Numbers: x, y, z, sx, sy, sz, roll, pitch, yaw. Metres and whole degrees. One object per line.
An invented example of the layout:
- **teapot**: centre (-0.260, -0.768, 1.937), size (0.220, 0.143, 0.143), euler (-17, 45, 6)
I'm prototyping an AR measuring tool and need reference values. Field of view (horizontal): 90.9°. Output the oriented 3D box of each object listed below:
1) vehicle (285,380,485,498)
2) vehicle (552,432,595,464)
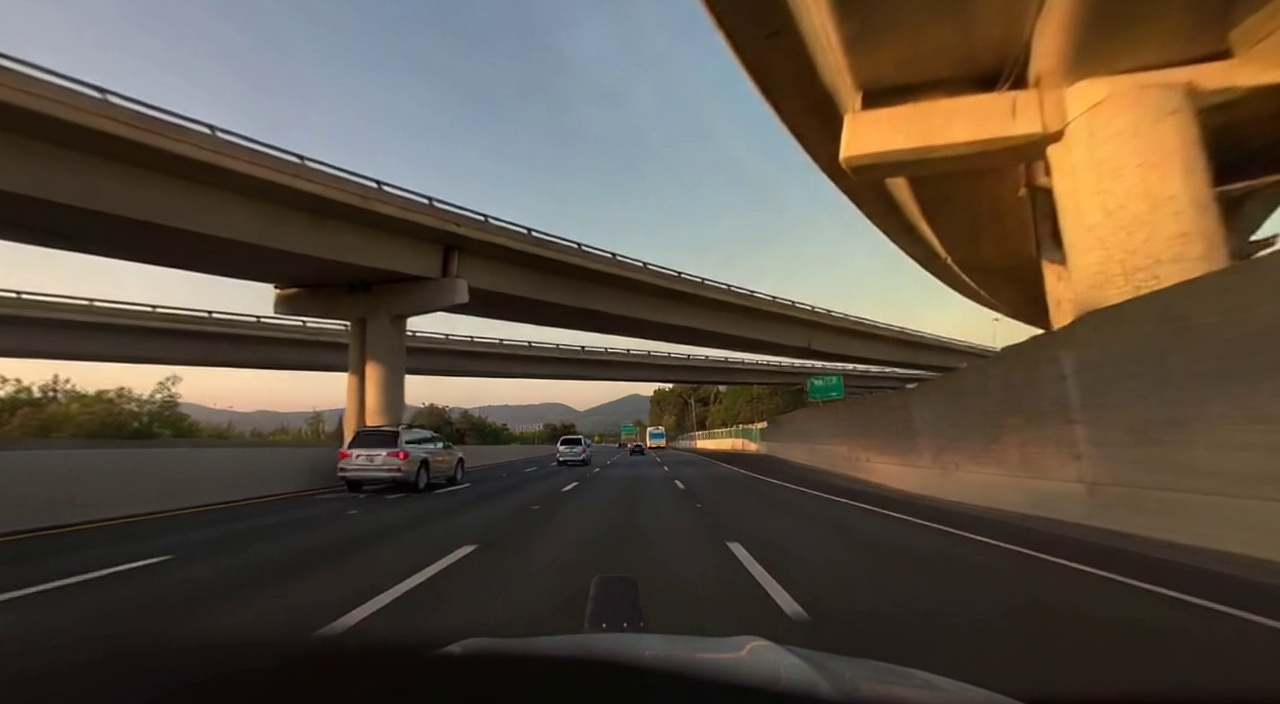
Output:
- **vehicle**: centre (-7.378, 2.815, 19.860), size (2.872, 2.890, 7.923), euler (1, -9, 0)
- **vehicle**: centre (-4.104, 6.062, 39.818), size (2.147, 1.918, 4.834), euler (0, -8, 1)
